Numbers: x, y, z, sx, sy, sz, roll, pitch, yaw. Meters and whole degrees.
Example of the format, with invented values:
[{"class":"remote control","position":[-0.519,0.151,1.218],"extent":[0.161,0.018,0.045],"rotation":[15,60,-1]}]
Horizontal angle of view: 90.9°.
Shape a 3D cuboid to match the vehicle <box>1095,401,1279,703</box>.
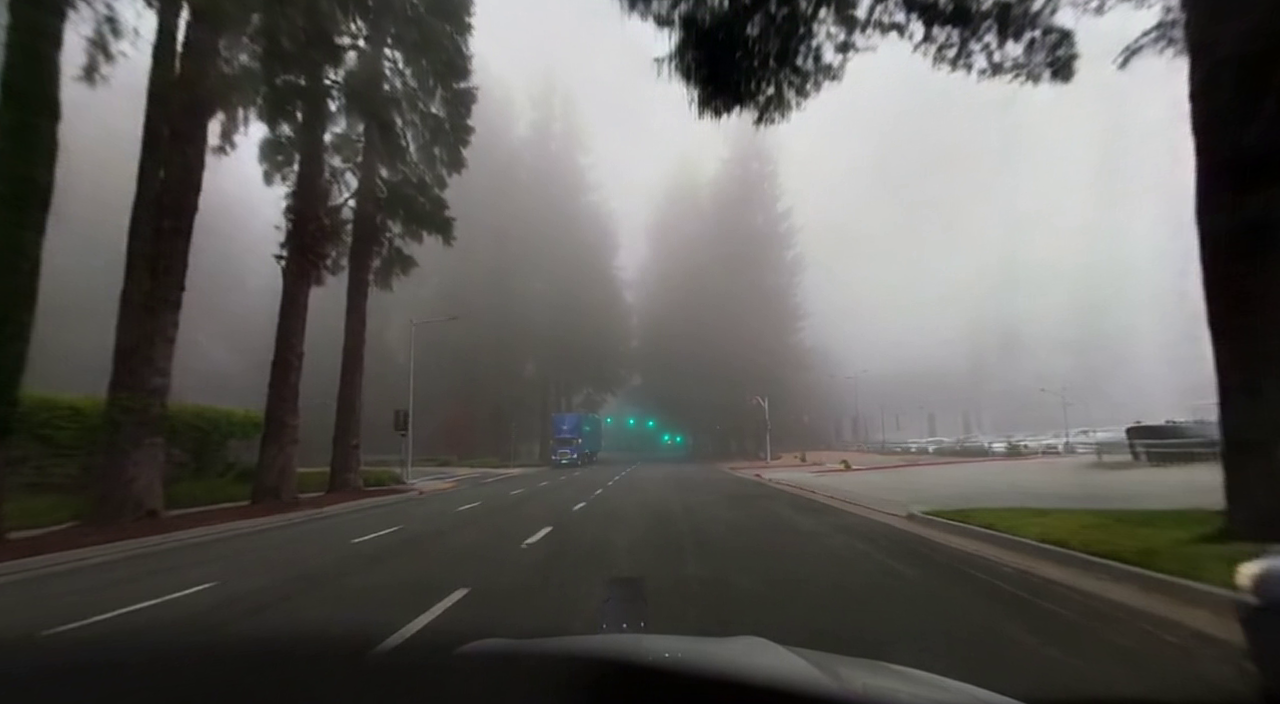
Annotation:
[{"class":"vehicle","position":[3.718,0.773,1.419],"extent":[2.098,1.509,4.389],"rotation":[0,-9,0]}]
